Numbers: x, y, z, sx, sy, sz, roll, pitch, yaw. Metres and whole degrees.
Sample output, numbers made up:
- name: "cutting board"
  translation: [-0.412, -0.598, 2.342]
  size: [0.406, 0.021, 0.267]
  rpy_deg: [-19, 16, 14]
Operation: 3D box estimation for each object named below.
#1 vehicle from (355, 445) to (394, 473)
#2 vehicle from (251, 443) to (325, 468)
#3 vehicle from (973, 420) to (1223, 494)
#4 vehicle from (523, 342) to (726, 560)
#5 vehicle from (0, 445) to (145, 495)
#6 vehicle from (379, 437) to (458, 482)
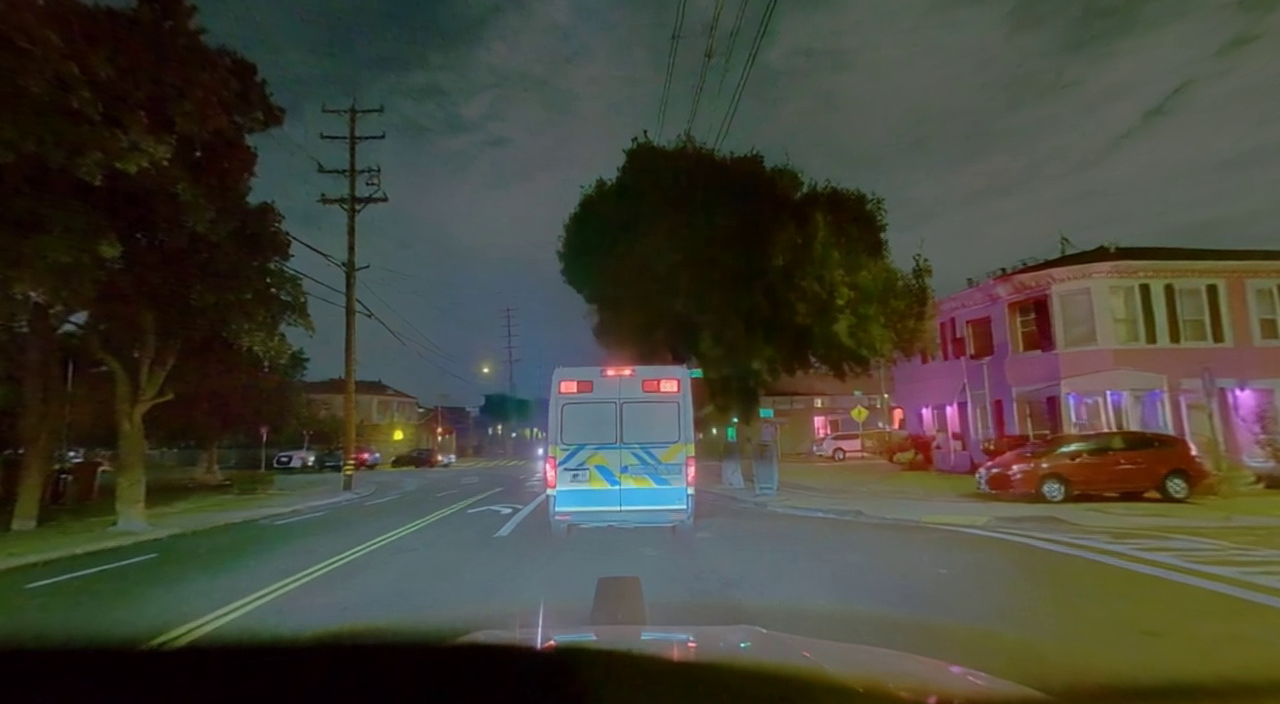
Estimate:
- name: "vehicle"
  translation: [-15.267, 6.084, 36.226]
  size: [1.855, 1.511, 4.167]
  rpy_deg: [4, -9, -25]
- name: "vehicle"
  translation: [-26.099, 7.656, 47.009]
  size: [4.616, 1.738, 1.974]
  rpy_deg: [4, -9, -25]
- name: "vehicle"
  translation: [13.029, 3.042, 18.450]
  size: [5.270, 1.966, 2.329]
  rpy_deg: [-2, -9, 11]
- name: "vehicle"
  translation: [-0.203, 1.586, 10.492]
  size: [2.444, 2.640, 5.482]
  rpy_deg: [0, -8, 0]
- name: "vehicle"
  translation: [-18.950, 3.755, 20.284]
  size: [4.412, 1.468, 1.914]
  rpy_deg: [0, -8, -3]
- name: "vehicle"
  translation: [-9.977, 4.745, 28.225]
  size: [2.290, 1.776, 4.947]
  rpy_deg: [5, -10, -31]
